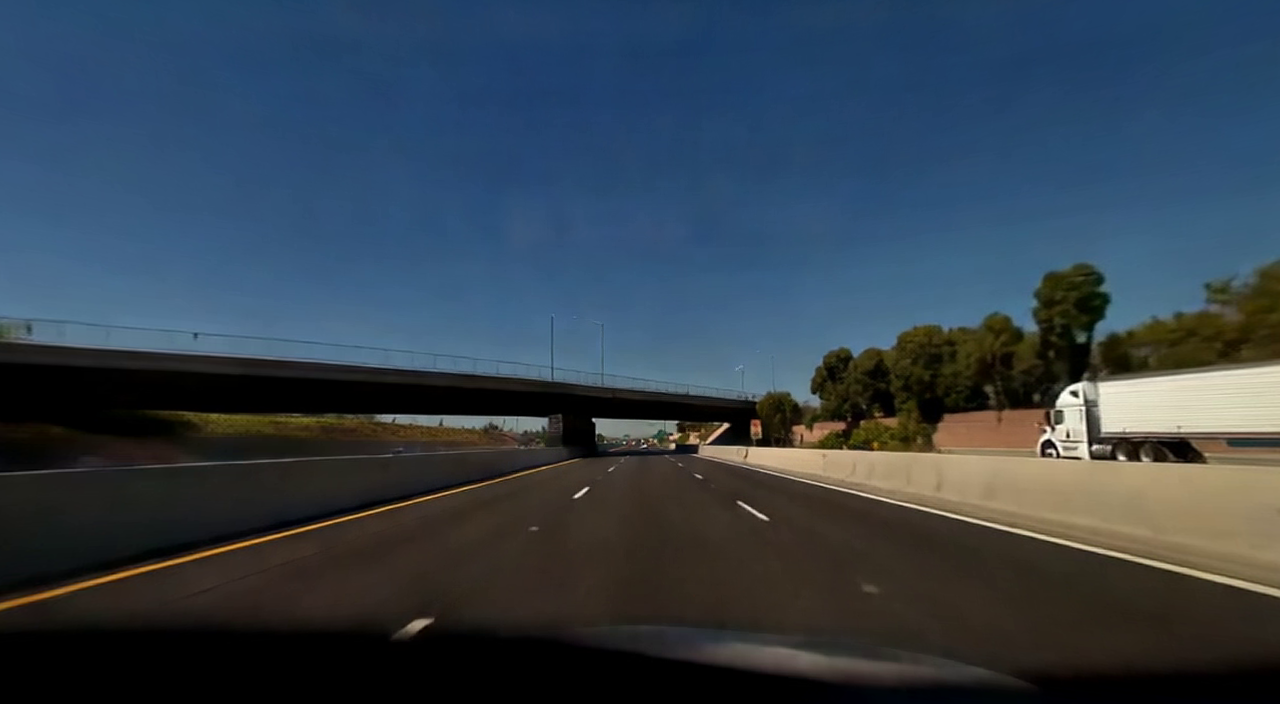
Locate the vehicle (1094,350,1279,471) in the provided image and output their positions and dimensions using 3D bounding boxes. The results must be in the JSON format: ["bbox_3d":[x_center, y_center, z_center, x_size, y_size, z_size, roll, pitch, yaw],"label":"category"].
[{"bbox_3d":[23.300,1.851,20.365,2.836,4.027,14.280,4,-9,-23],"label":"vehicle"}]
